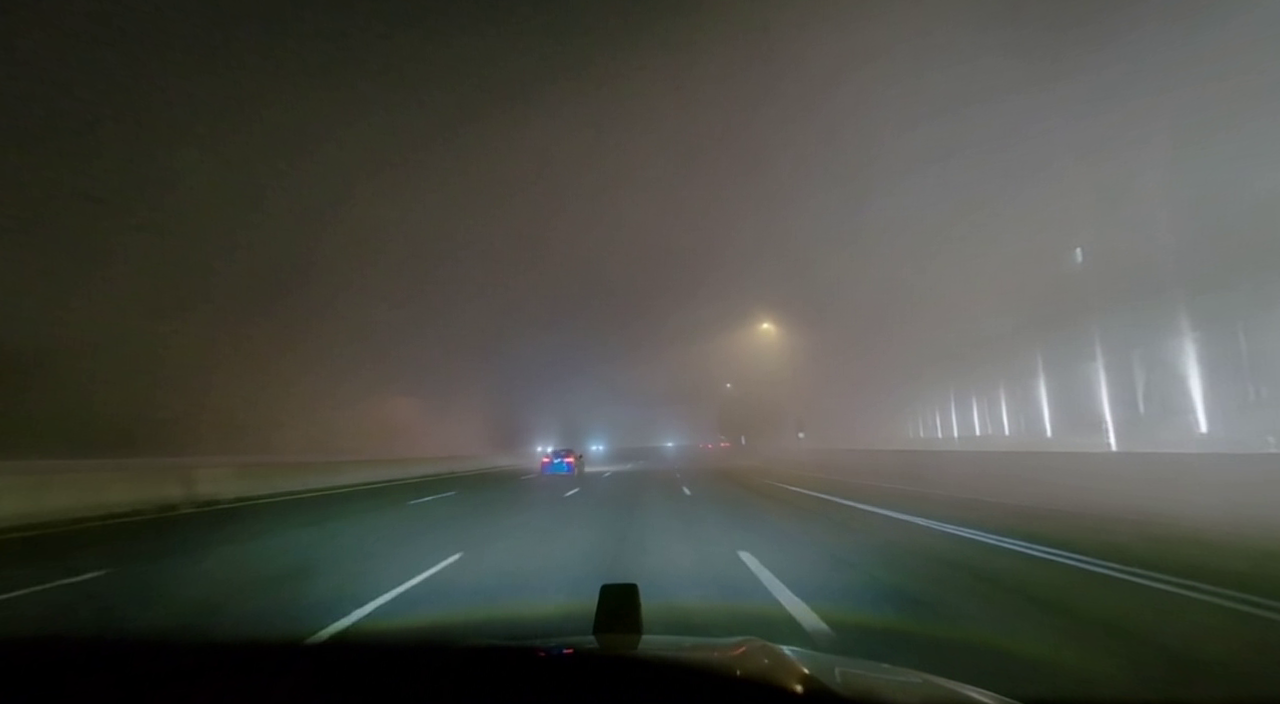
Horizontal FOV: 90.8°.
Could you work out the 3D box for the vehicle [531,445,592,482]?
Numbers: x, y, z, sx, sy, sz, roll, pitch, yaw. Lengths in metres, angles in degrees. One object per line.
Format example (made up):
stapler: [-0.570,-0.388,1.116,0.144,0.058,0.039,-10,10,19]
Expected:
vehicle: [-3.599,5.207,29.904,2.087,1.566,4.756,-1,-9,2]
